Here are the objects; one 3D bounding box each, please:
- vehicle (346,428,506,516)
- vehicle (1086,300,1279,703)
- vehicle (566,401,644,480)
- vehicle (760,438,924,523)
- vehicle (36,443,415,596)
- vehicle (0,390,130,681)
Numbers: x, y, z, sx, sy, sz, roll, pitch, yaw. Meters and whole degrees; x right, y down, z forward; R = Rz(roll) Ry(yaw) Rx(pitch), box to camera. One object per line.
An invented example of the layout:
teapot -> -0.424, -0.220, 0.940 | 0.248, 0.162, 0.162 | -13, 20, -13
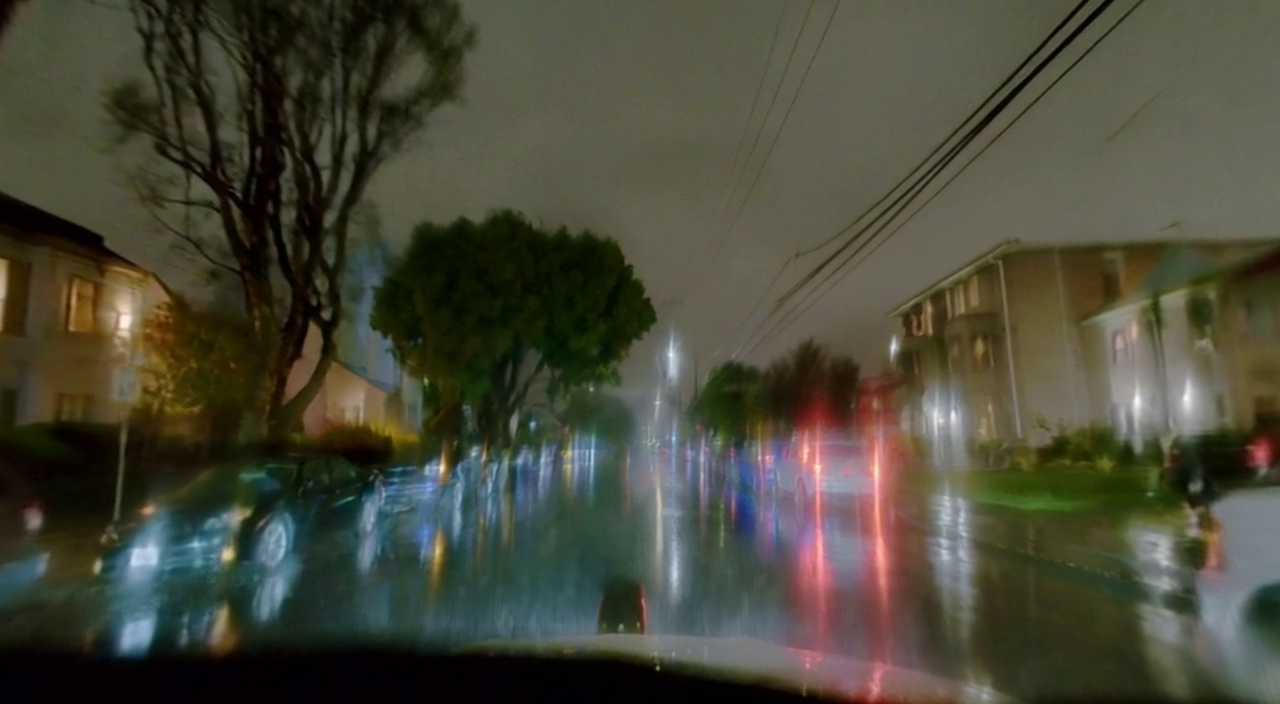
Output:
vehicle -> -4.987, 2.862, 15.734 | 2.002, 1.781, 5.380 | 0, -8, 1
vehicle -> 3.447, 0.550, 0.804 | 2.182, 1.900, 4.779 | 0, -8, -1
vehicle -> -1.267, 3.728, 26.587 | 2.716, 2.887, 6.781 | 0, -8, 2
vehicle -> 3.962, 2.566, 13.251 | 1.813, 1.468, 4.267 | 1, -8, -3
vehicle -> -4.937, 1.995, 8.636 | 1.861, 1.474, 4.749 | 0, -8, 2
vehicle -> -5.091, 0.926, 2.413 | 2.203, 1.815, 4.972 | 0, -8, -2
